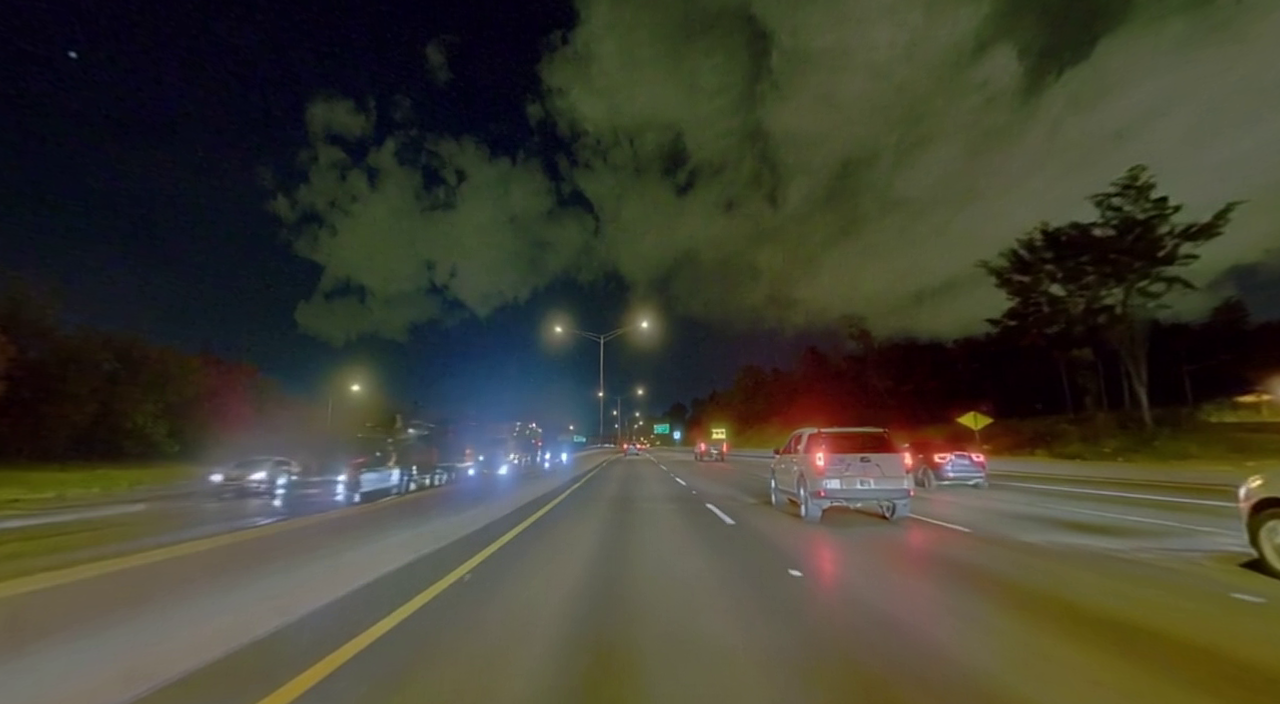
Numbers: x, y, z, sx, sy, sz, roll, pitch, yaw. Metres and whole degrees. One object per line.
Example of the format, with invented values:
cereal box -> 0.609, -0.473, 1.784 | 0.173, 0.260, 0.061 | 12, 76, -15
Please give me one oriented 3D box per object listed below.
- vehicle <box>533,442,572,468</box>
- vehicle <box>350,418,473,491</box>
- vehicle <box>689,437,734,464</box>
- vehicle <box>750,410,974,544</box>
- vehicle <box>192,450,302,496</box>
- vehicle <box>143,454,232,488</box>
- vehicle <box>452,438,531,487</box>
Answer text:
vehicle -> -6.063, 7.210, 44.463 | 2.126, 1.715, 4.619 | 0, -8, 0
vehicle -> -9.487, 4.348, 27.118 | 2.786, 2.696, 6.461 | 0, -9, 0
vehicle -> 5.387, 7.540, 48.518 | 2.434, 1.869, 5.553 | 0, -9, -3
vehicle -> 3.240, 1.934, 10.365 | 2.059, 1.711, 4.302 | 0, -9, -1
vehicle -> -16.838, 5.162, 27.395 | 1.963, 1.786, 4.373 | 0, -8, -1
vehicle -> -27.565, 7.221, 38.708 | 2.089, 1.915, 4.627 | 0, -9, -2
vehicle -> -5.638, 4.246, 24.598 | 2.037, 1.700, 4.417 | 0, -9, -1
